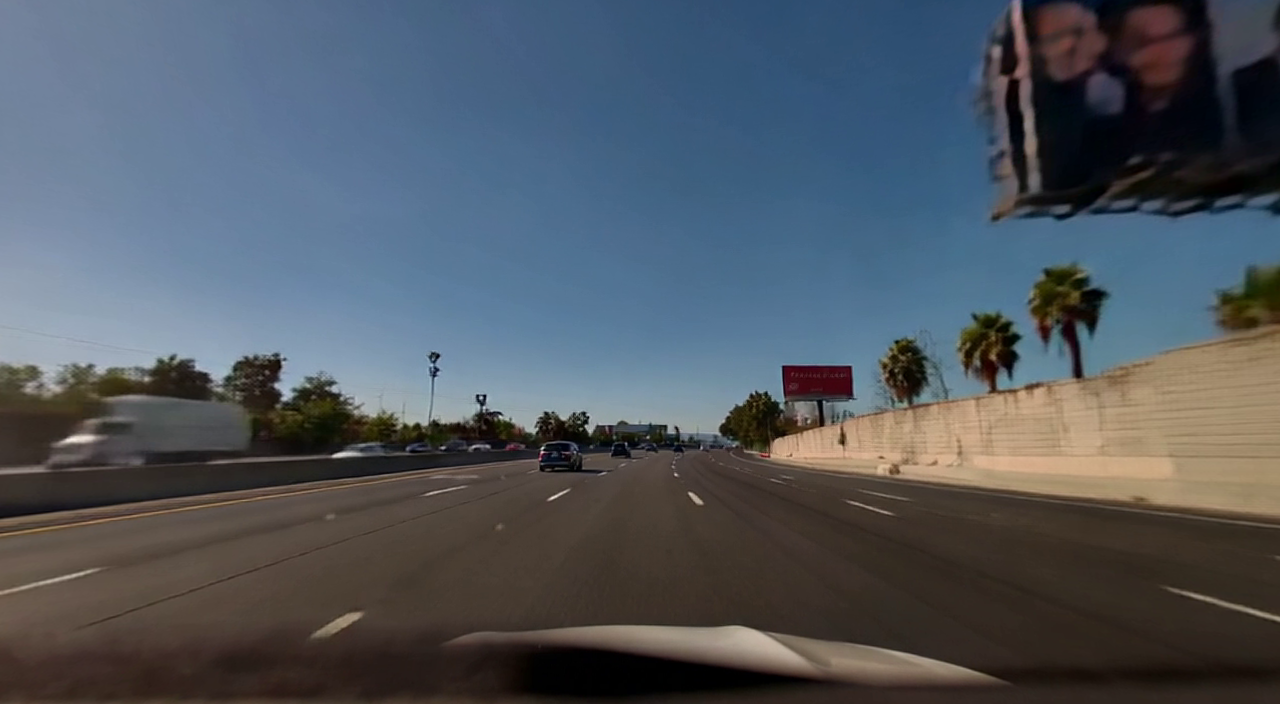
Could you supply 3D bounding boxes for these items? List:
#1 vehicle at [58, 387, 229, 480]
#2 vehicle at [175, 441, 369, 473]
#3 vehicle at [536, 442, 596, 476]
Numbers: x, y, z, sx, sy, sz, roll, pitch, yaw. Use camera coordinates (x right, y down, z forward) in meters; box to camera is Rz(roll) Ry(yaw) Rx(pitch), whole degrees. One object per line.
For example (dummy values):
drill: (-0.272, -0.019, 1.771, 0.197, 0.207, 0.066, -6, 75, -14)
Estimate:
vehicle: (-22.029, 3.725, 28.525, 3.019, 3.782, 5.349, -1, -8, 3)
vehicle: (-21.664, 6.376, 39.170, 2.748, 1.569, 15.088, 0, -8, 2)
vehicle: (-3.393, 5.017, 29.967, 2.078, 1.457, 4.648, -1, -8, 3)
